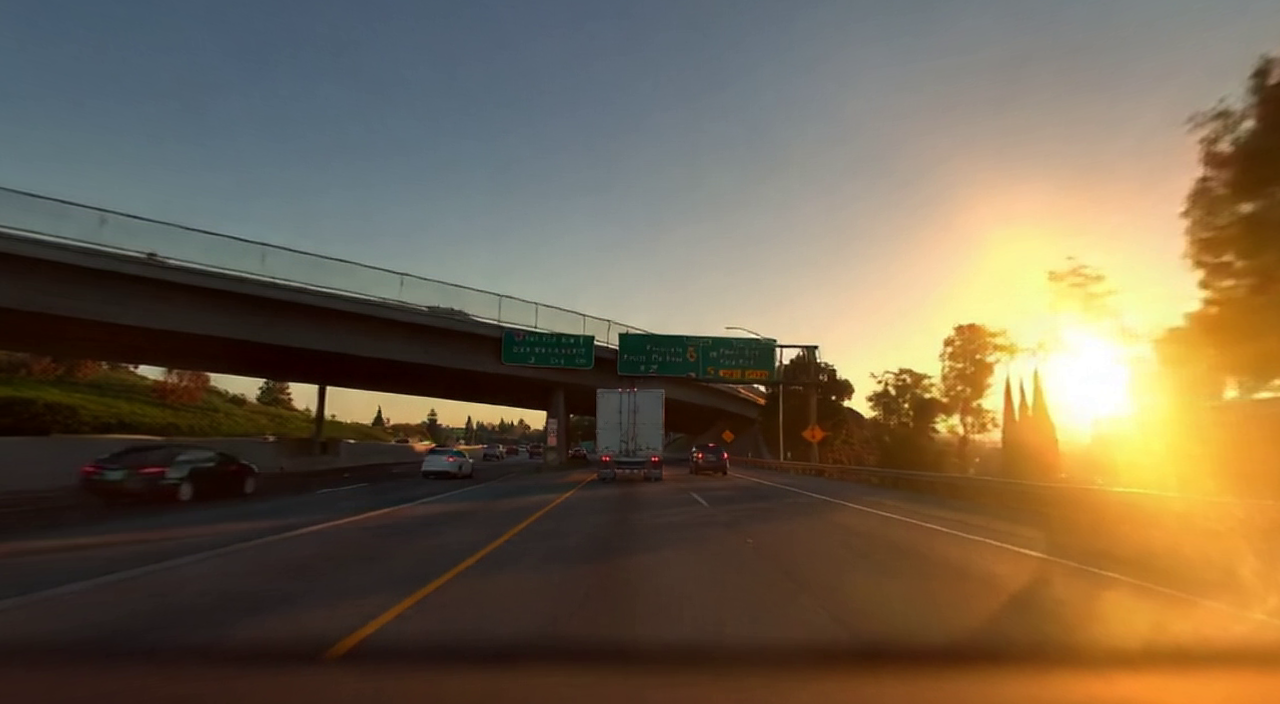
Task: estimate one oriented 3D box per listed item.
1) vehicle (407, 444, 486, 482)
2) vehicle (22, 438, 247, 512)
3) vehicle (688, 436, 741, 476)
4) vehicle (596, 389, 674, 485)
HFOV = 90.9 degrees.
[{"bbox_3d":[-8.414,4.853,27.938,2.057,1.506,4.829,0,-9,-2],"label":"vehicle"},{"bbox_3d":[-11.840,2.889,15.267,1.906,1.510,4.303,0,-9,-1],"label":"vehicle"},{"bbox_3d":[3.963,5.660,34.509,2.174,1.968,5.016,0,-9,-1],"label":"vehicle"},{"bbox_3d":[-0.279,4.024,29.225,2.916,3.584,10.841,0,-9,-1],"label":"vehicle"}]
